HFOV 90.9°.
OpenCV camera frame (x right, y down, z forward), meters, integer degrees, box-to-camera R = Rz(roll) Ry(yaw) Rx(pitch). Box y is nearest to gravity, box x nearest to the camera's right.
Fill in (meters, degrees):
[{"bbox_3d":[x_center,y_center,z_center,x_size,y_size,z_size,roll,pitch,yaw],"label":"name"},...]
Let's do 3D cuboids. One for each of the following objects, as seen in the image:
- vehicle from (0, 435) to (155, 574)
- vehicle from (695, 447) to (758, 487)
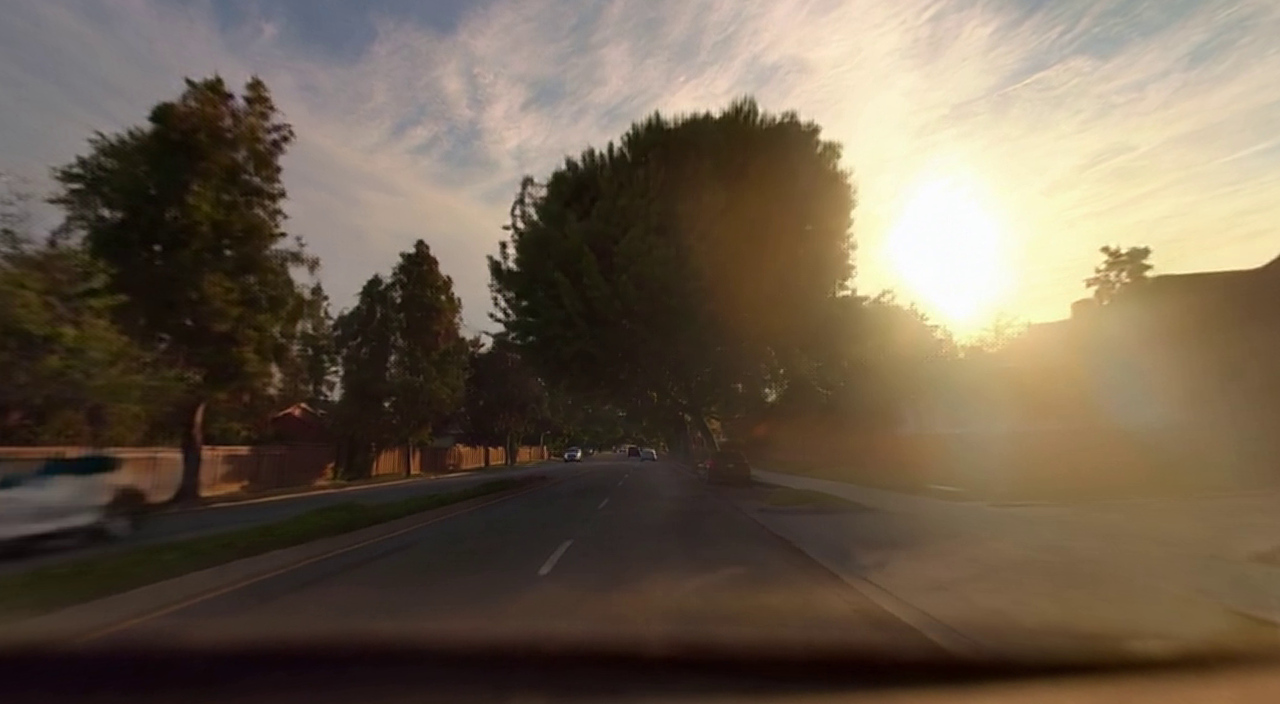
[{"bbox_3d":[-9.020,1.944,8.143,1.981,1.716,4.315,0,-9,1],"label":"vehicle"},{"bbox_3d":[3.555,4.830,26.873,2.011,1.507,4.769,0,-9,0],"label":"vehicle"}]
